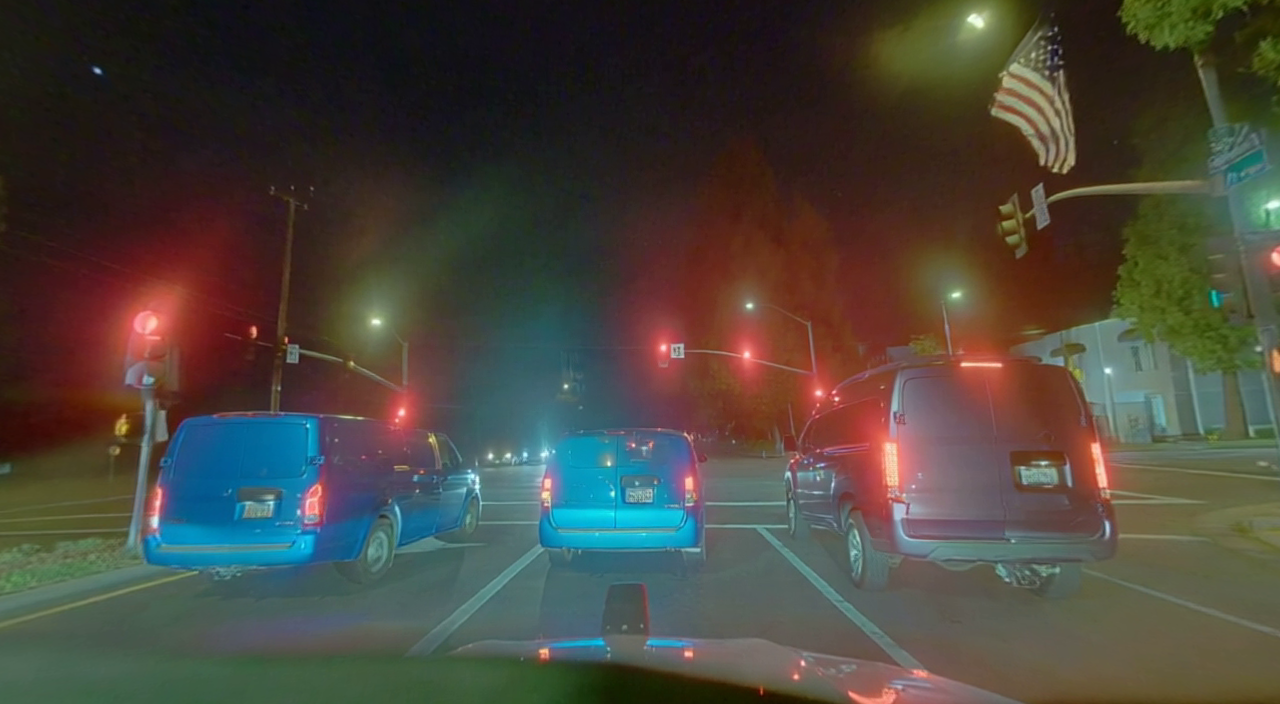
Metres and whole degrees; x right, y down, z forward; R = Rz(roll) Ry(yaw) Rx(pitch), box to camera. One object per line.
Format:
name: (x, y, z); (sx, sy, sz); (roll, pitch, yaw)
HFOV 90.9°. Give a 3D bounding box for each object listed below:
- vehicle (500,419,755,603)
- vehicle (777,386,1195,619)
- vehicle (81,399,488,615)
vehicle: (-0.148, 1.622, 7.323); (2.098, 1.494, 4.118); (0, -9, -1)
vehicle: (3.084, 1.464, 7.025); (2.178, 1.746, 4.400); (0, -9, 1)
vehicle: (-3.313, 1.519, 7.036); (2.024, 1.677, 3.998); (-1, -9, 3)
